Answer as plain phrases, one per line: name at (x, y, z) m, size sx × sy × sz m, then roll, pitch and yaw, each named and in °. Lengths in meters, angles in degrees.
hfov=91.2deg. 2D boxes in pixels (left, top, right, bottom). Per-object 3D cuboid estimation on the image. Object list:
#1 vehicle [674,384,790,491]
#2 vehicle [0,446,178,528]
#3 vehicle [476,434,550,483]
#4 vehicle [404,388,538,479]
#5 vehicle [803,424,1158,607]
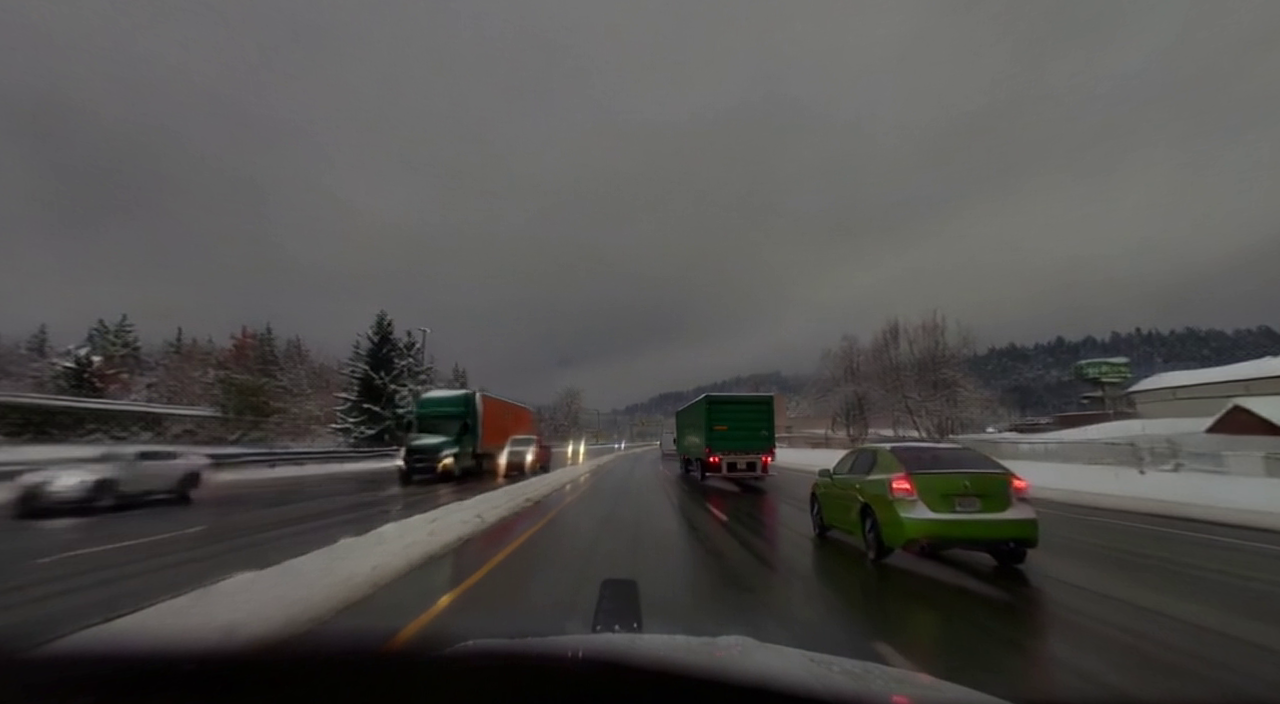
vehicle at (3.444, 3.928, 28.127) m, size 2.916 × 3.563 × 14.462 m, roll 0°, pitch -9°, yaw 0°
vehicle at (-12.391, 2.798, 13.542) m, size 1.784 × 1.484 × 3.809 m, roll -1°, pitch -9°, yaw 1°
vehicle at (-5.154, 4.406, 26.173) m, size 2.038 × 1.801 × 4.594 m, roll -1°, pitch -9°, yaw 1°
vehicle at (-8.885, 4.857, 36.134) m, size 2.954 × 4.061 × 15.604 m, roll -1°, pitch -9°, yaw 2°
vehicle at (3.484, 1.718, 7.446) m, size 1.971 × 1.558 × 3.834 m, roll 0°, pitch -9°, yaw -1°
